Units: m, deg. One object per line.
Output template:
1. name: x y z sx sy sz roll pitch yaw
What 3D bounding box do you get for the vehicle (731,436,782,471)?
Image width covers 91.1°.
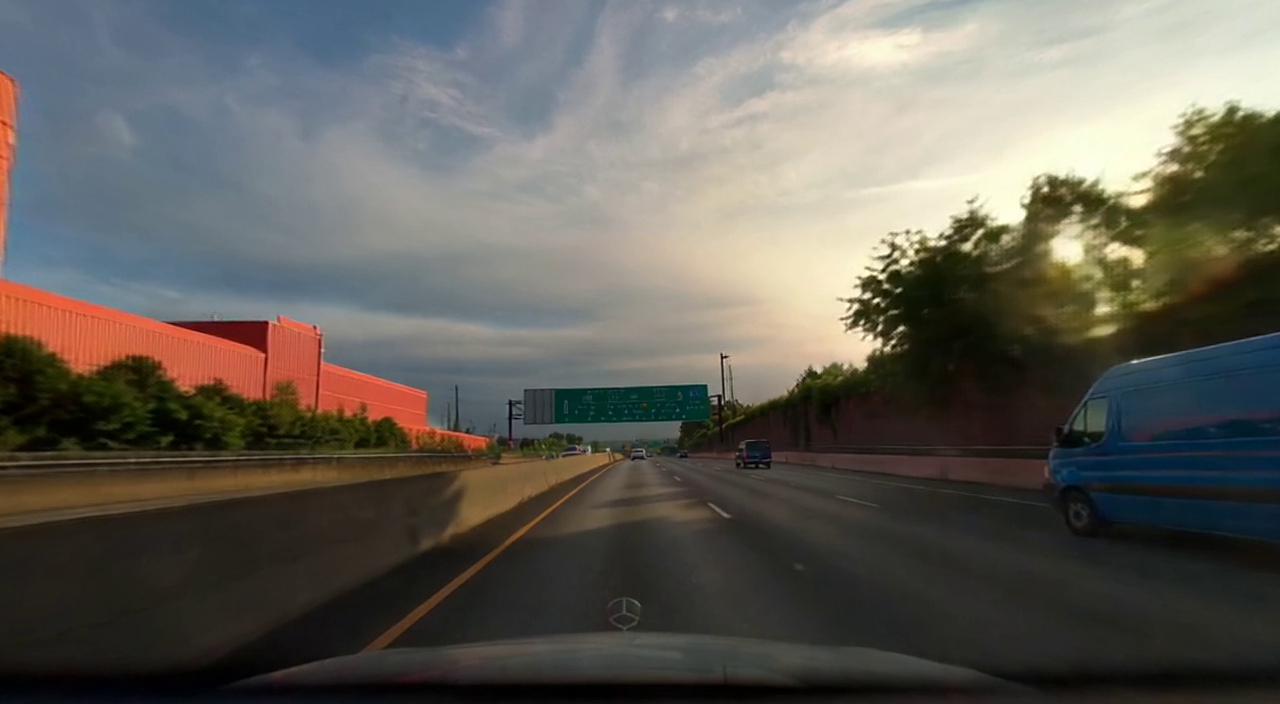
1. vehicle: 7.072 6.236 38.733 2.156 1.943 5.010 0 -9 -1

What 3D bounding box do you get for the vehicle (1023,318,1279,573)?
1. vehicle: 7.799 1.137 7.660 2.283 2.631 6.053 0 -9 -1
